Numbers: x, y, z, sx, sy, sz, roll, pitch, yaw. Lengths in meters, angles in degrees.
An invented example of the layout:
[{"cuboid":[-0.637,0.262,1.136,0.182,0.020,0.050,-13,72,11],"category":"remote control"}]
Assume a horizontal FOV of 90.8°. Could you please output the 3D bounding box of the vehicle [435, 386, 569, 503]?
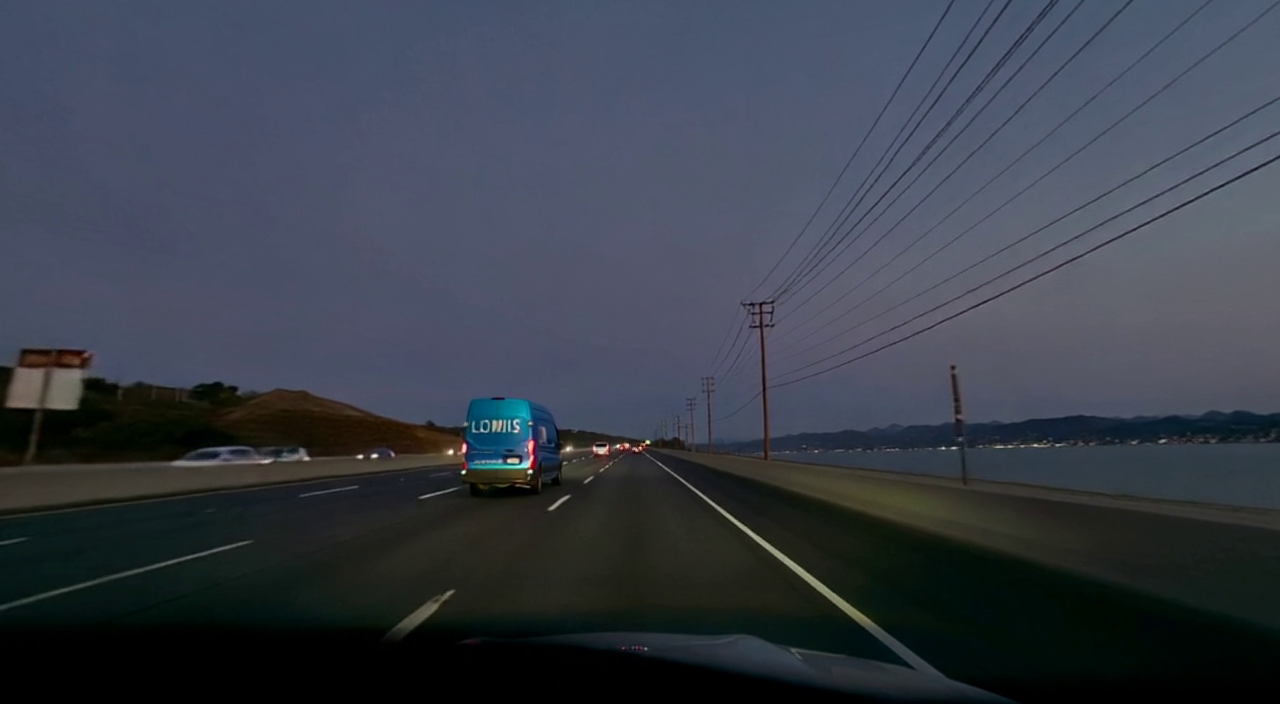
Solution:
[{"cuboid":[-3.634,2.673,18.306,2.331,2.757,6.581,0,-8,0],"category":"vehicle"}]
